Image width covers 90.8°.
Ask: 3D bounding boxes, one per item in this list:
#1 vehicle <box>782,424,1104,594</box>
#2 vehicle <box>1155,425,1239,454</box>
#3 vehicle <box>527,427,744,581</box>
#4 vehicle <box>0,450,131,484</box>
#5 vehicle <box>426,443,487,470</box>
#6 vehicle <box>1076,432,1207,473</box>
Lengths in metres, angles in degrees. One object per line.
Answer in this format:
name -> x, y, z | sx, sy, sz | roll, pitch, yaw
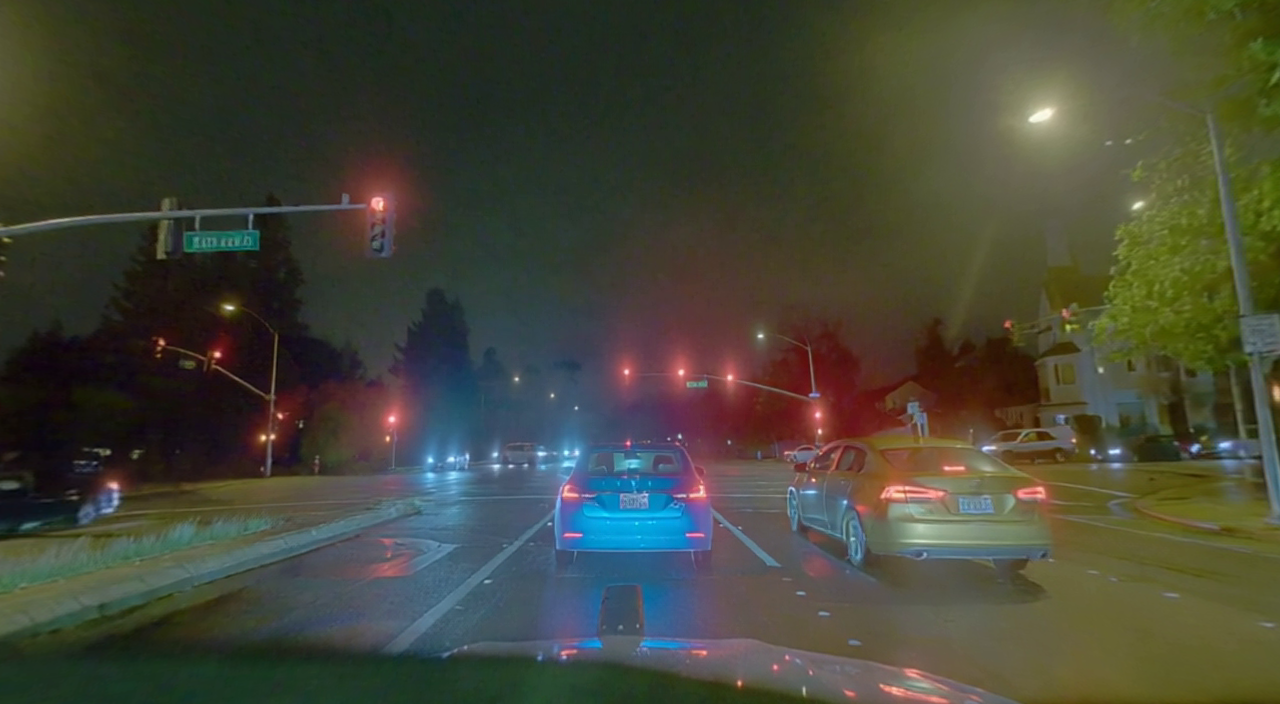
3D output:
vehicle -> 3.181, 1.713, 7.765 | 1.913, 1.505, 4.097 | 0, -8, 0
vehicle -> 41.711, 6.582, 47.359 | 4.388, 2.079, 1.960 | 0, -8, -2
vehicle -> -0.061, 1.783, 8.248 | 2.103, 1.478, 4.073 | 0, -8, -1
vehicle -> -28.174, 5.614, 31.058 | 4.538, 1.591, 1.949 | 0, -8, 1
vehicle -> -11.192, 6.424, 38.940 | 2.102, 1.531, 5.072 | 0, -8, 1
vehicle -> 23.972, 4.788, 30.321 | 4.520, 1.762, 2.005 | -2, -8, -1
